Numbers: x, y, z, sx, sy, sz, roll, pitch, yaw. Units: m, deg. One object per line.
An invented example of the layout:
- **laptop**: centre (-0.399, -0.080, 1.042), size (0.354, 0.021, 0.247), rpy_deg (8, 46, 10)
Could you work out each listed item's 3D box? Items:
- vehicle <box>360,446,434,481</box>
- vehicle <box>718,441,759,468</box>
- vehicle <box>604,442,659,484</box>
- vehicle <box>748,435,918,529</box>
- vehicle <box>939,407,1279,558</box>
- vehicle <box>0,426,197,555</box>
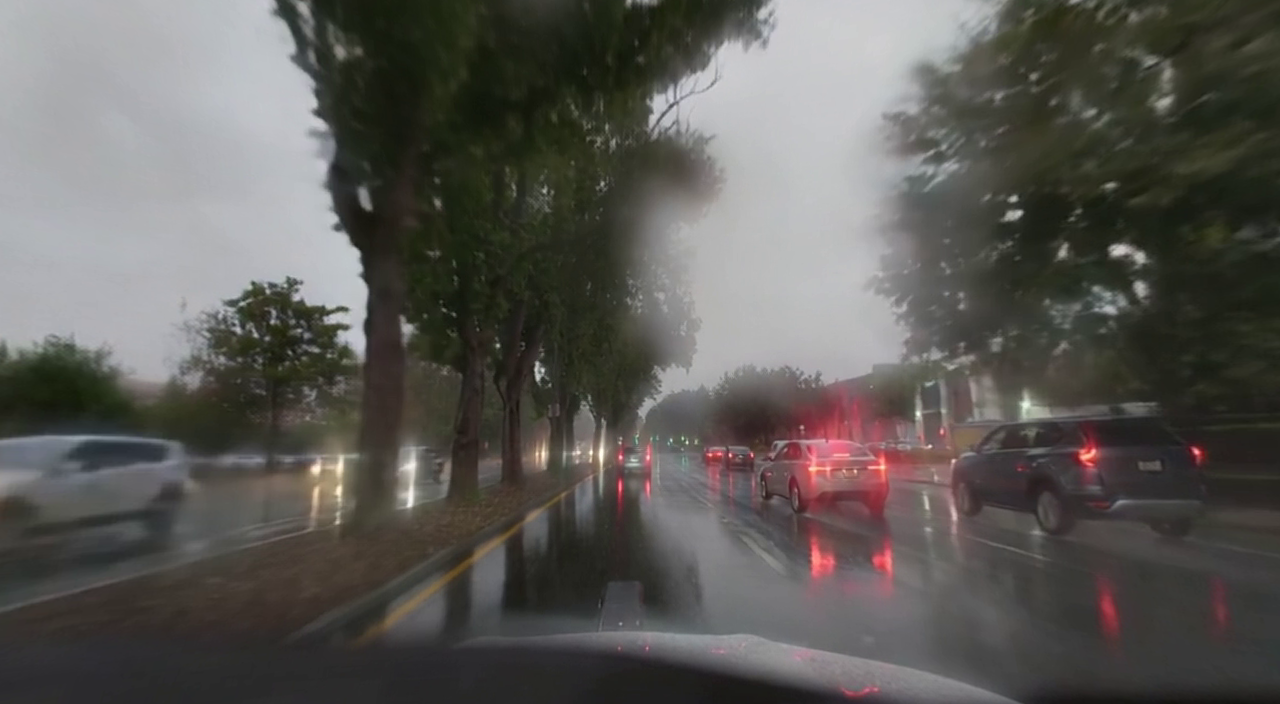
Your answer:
- **vehicle**: centre (-12.524, 5.745, 32.948), size (1.973, 1.674, 4.492), rpy_deg (0, -9, 1)
- **vehicle**: centre (7.060, 7.404, 45.723), size (2.068, 1.779, 4.567), rpy_deg (0, -9, -1)
- **vehicle**: centre (-0.309, 4.314, 24.784), size (1.994, 1.479, 3.647), rpy_deg (0, -9, 0)
- **vehicle**: centre (3.436, 2.391, 12.212), size (1.858, 1.466, 4.230), rpy_deg (0, -9, -1)
- **vehicle**: centre (6.973, 1.927, 10.008), size (2.134, 1.810, 4.590), rpy_deg (0, -9, -1)
- **vehicle**: centre (-9.547, 2.081, 9.919), size (1.950, 1.717, 4.299), rpy_deg (0, -9, 2)
